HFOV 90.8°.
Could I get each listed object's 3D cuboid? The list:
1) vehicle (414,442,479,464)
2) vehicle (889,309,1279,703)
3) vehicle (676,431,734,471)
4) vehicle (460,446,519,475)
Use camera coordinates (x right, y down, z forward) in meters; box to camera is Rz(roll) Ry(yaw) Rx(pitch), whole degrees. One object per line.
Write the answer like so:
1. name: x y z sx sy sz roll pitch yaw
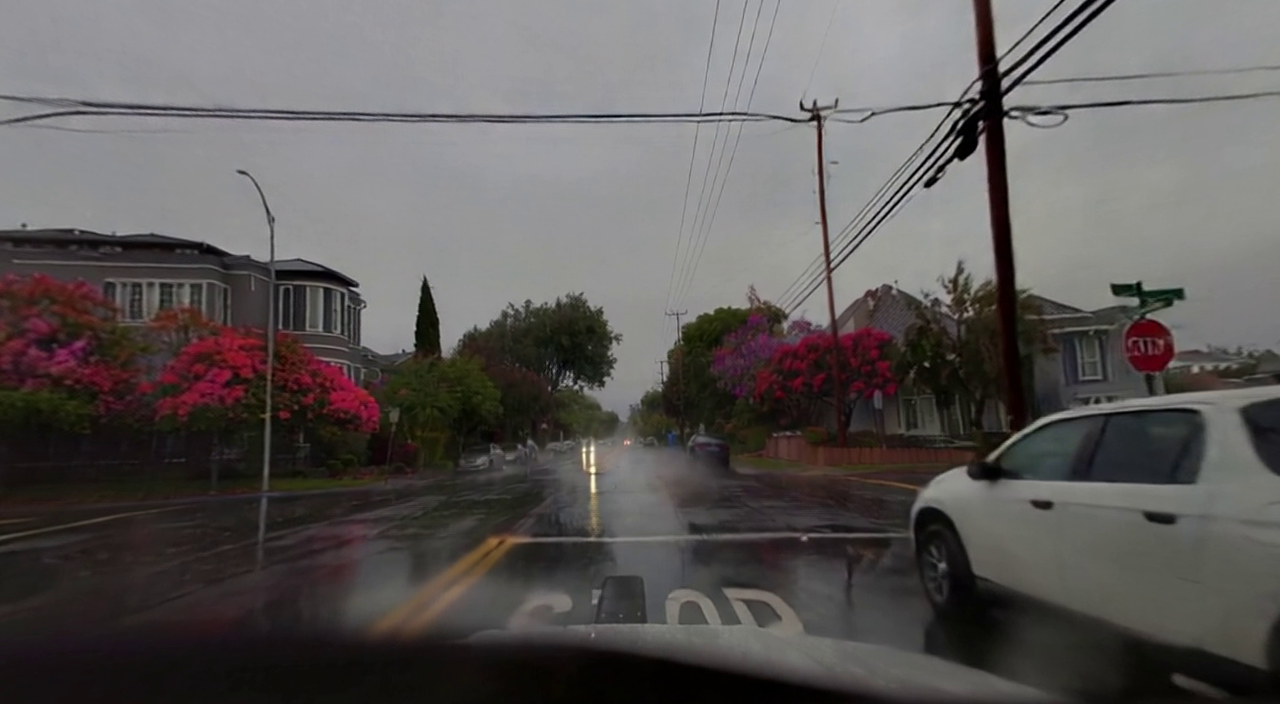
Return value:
1. vehicle: -13.533 7.087 44.337 3.905 1.480 1.892 0 -9 -1
2. vehicle: 3.168 0.850 3.046 2.035 1.708 4.355 0 -9 -2
3. vehicle: 2.978 4.659 29.908 2.114 1.708 4.474 0 -8 -2
4. vehicle: -7.320 5.300 31.132 1.926 1.307 3.909 0 -9 0
